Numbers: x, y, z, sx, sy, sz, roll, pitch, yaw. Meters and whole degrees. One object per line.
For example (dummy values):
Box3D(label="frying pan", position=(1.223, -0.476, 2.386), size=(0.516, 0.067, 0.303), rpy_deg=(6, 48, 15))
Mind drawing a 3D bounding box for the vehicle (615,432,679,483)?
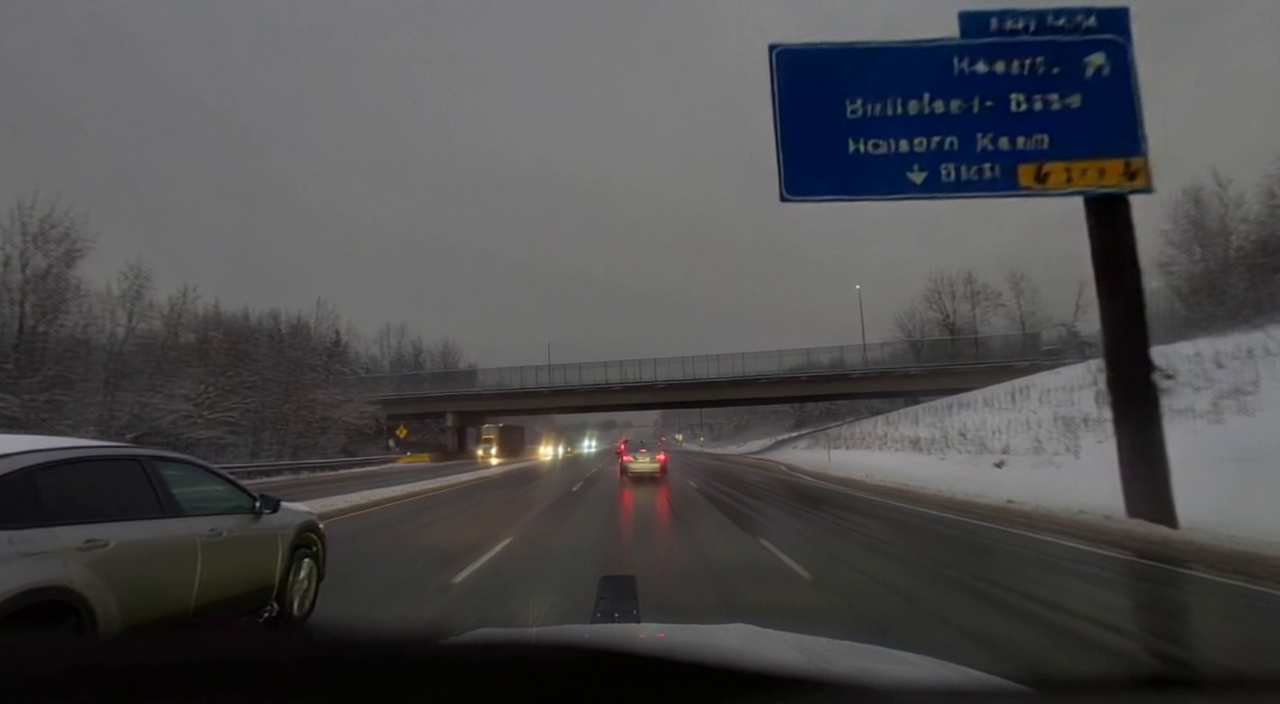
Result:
Box3D(label="vehicle", position=(0.162, 3.763, 22.687), size=(2.092, 1.636, 4.024), rpy_deg=(0, -8, -2))
